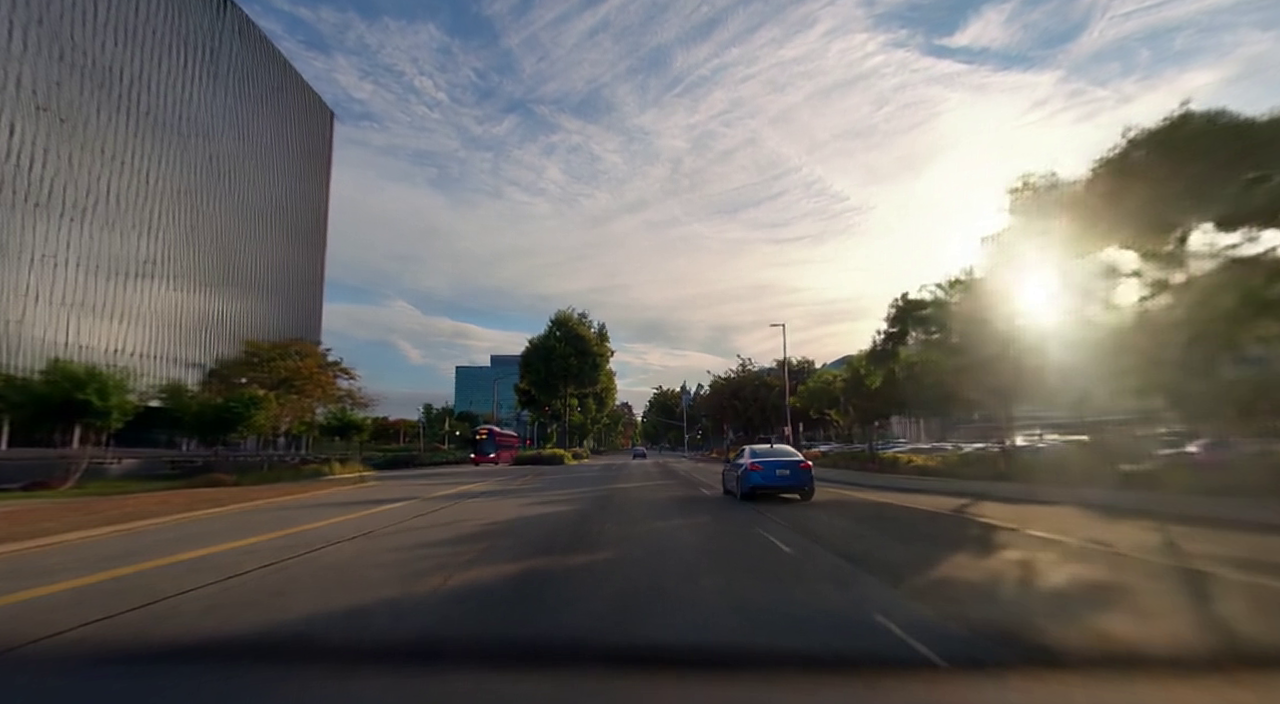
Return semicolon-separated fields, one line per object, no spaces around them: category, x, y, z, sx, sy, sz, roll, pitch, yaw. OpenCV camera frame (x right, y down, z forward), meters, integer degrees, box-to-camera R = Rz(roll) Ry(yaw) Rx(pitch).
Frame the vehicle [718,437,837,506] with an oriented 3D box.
vehicle;3.302;2.970;16.032;1.993;1.501;4.127;0;-9;-1
